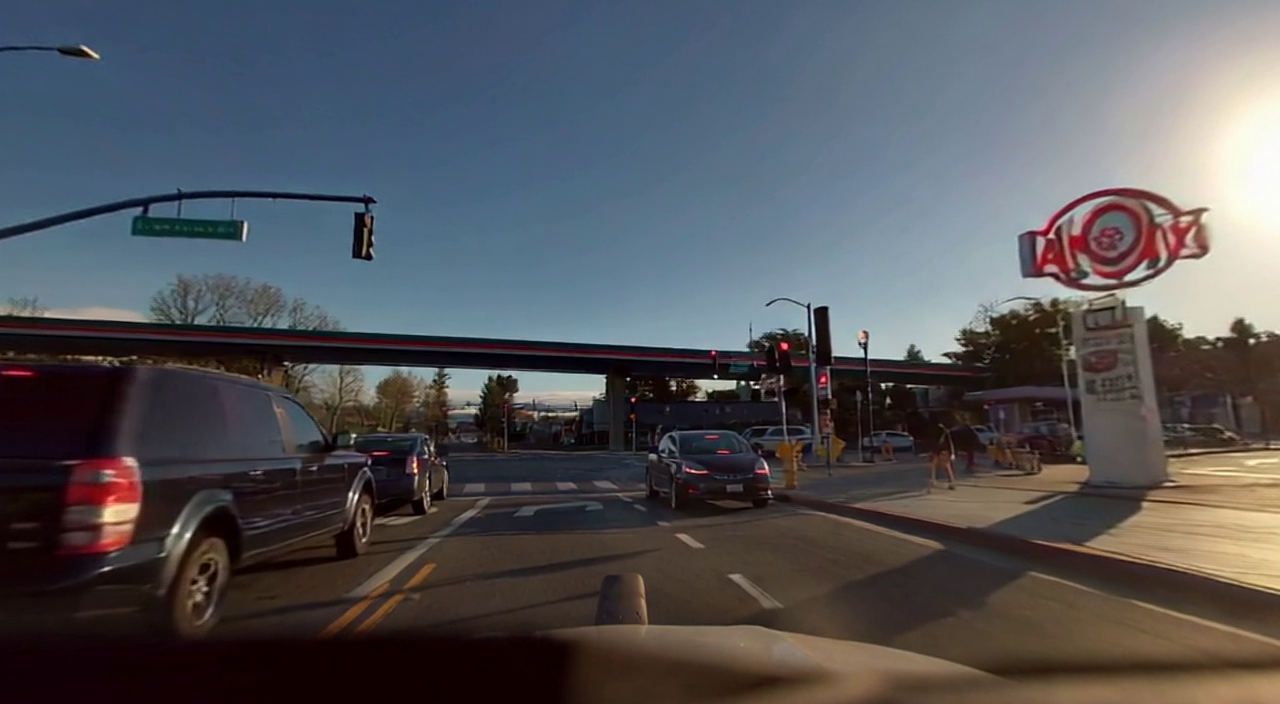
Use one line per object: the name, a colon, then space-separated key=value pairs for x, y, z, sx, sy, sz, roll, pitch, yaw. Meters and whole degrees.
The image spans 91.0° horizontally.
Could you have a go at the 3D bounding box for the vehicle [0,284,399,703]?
vehicle: x=-3.784 y=1.040 z=4.839 sx=2.254 sy=2.006 sz=4.766 roll=1 pitch=-9 yaw=-4

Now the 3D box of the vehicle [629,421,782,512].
vehicle: x=1.341 y=2.705 z=15.374 sx=2.202 sy=1.822 sz=4.826 roll=2 pitch=-9 yaw=-13
